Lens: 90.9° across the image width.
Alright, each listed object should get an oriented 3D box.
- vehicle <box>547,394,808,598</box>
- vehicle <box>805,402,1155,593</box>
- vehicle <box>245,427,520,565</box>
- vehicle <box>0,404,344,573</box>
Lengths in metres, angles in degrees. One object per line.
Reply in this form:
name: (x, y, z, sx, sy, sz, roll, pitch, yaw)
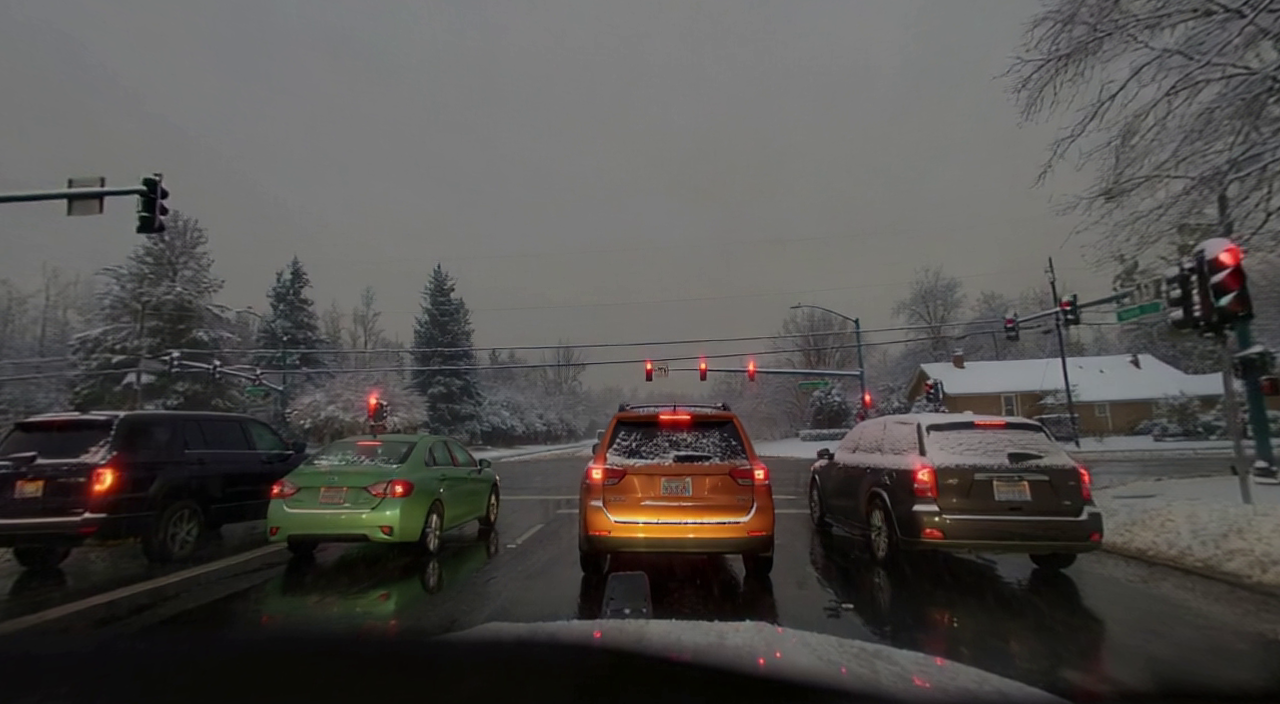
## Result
vehicle: (0.390, 1.523, 7.497, 2.198, 1.708, 4.170, 0, -8, 2)
vehicle: (3.525, 1.586, 7.741, 2.047, 1.638, 4.395, -1, -8, 4)
vehicle: (-3.239, 1.886, 9.106, 1.885, 1.475, 4.359, -1, -8, 4)
vehicle: (-6.624, 1.825, 9.243, 2.075, 1.796, 4.785, 0, -8, 2)
